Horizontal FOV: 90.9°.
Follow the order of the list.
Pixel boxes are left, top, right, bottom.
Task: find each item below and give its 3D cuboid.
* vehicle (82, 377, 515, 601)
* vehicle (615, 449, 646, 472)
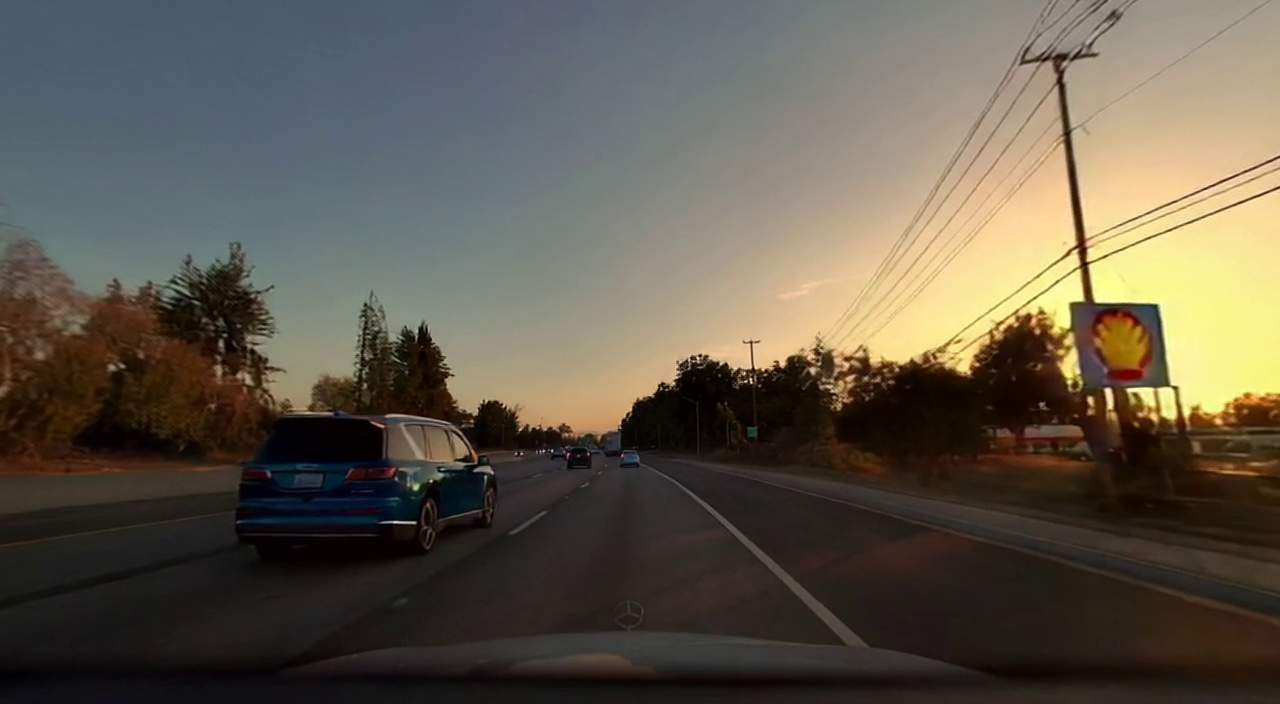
[{"bbox_3d":[-3.805,1.724,9.029,2.694,2.081,6.099,0,-8,1],"label":"vehicle"},{"bbox_3d":[-0.714,7.561,44.172,1.982,1.524,3.800,0,-8,-4],"label":"vehicle"}]
